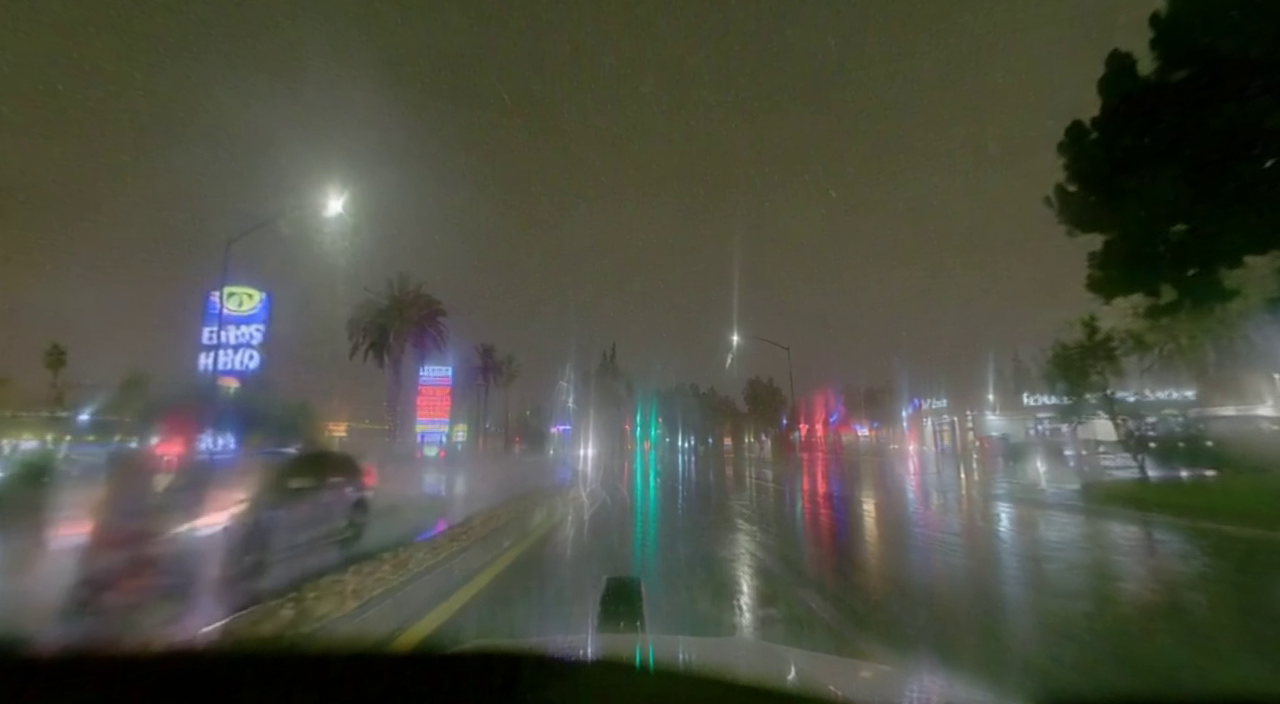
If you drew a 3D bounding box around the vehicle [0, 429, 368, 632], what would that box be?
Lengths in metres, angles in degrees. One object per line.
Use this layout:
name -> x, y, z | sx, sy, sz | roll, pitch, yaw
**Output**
vehicle -> -4.870, 1.633, 6.839 | 1.934, 1.471, 4.280 | 0, -8, 0
